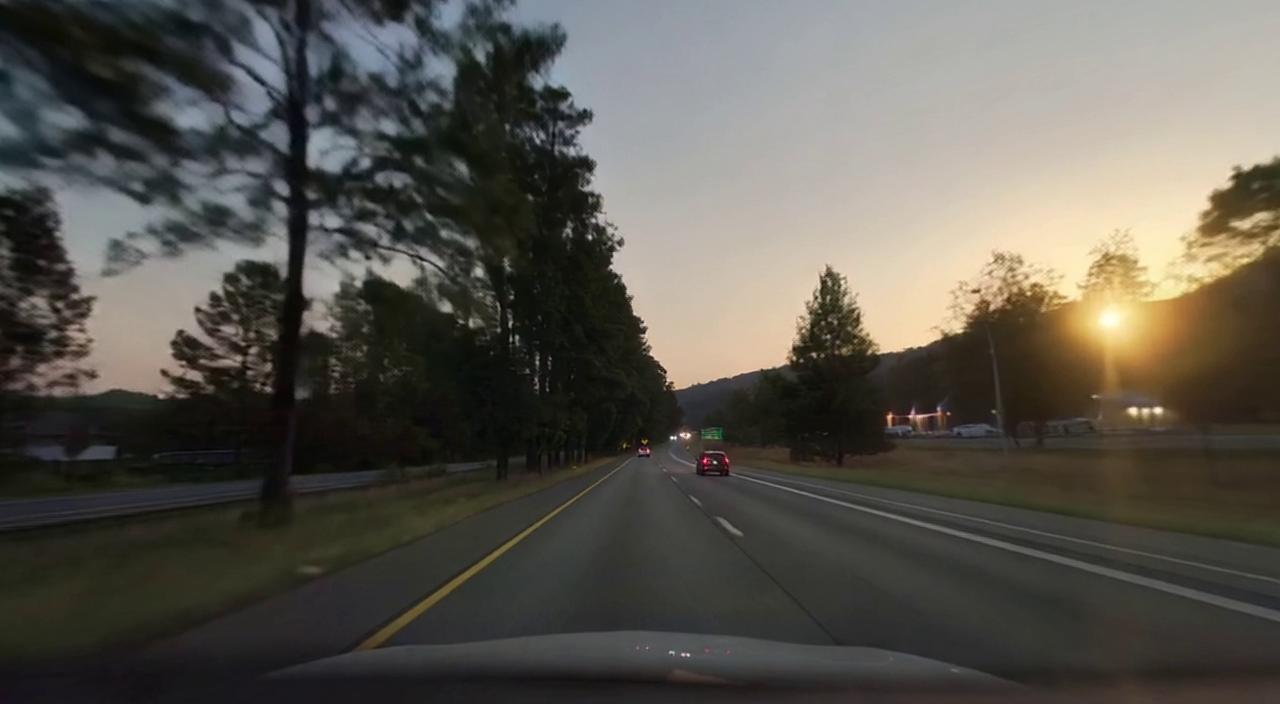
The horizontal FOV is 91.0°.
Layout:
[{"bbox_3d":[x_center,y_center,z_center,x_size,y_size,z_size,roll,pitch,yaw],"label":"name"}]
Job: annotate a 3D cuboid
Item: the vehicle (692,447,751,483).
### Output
[{"bbox_3d":[3.630,5.143,28.972,2.115,1.522,4.330,0,-9,0],"label":"vehicle"}]
